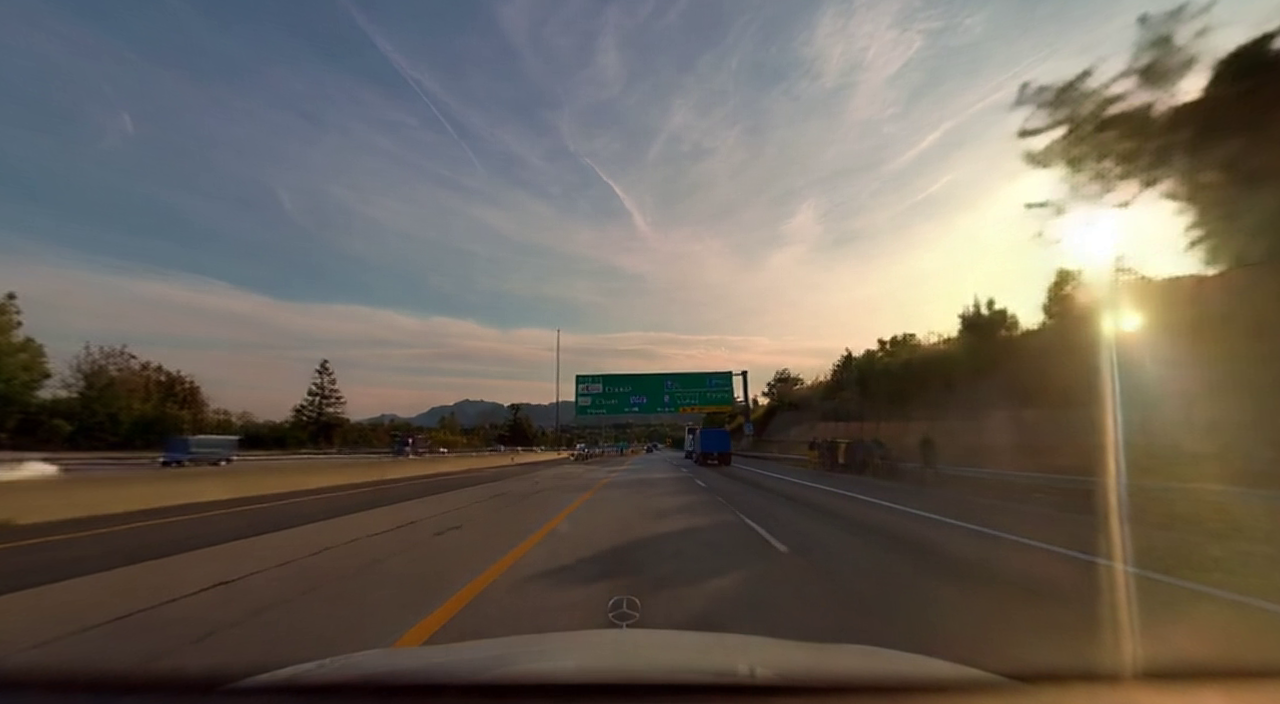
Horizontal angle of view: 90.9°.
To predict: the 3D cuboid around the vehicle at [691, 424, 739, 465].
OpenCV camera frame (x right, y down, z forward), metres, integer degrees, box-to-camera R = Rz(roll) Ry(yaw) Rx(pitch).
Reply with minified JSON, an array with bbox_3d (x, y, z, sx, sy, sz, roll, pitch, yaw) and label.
[{"bbox_3d":[4.945,6.233,42.452,2.430,2.495,6.062,0,-9,0],"label":"vehicle"}]
